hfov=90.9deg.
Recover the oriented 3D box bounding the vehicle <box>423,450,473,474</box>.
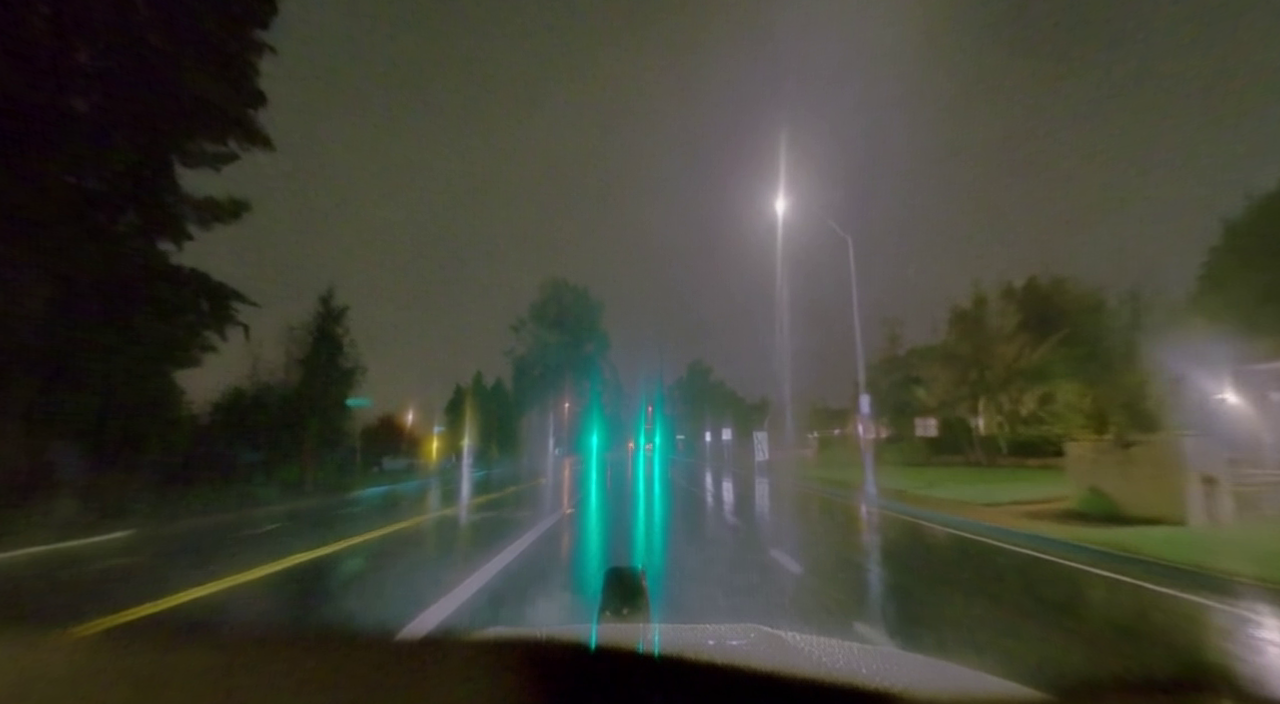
[{"bbox_3d":[-14.012,8.059,46.293,2.199,1.592,4.492,-1,-8,1],"label":"vehicle"}]

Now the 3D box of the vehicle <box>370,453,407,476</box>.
[{"bbox_3d":[-19.039,8.513,47.834,2.012,1.572,3.830,1,-8,-13],"label":"vehicle"}]
